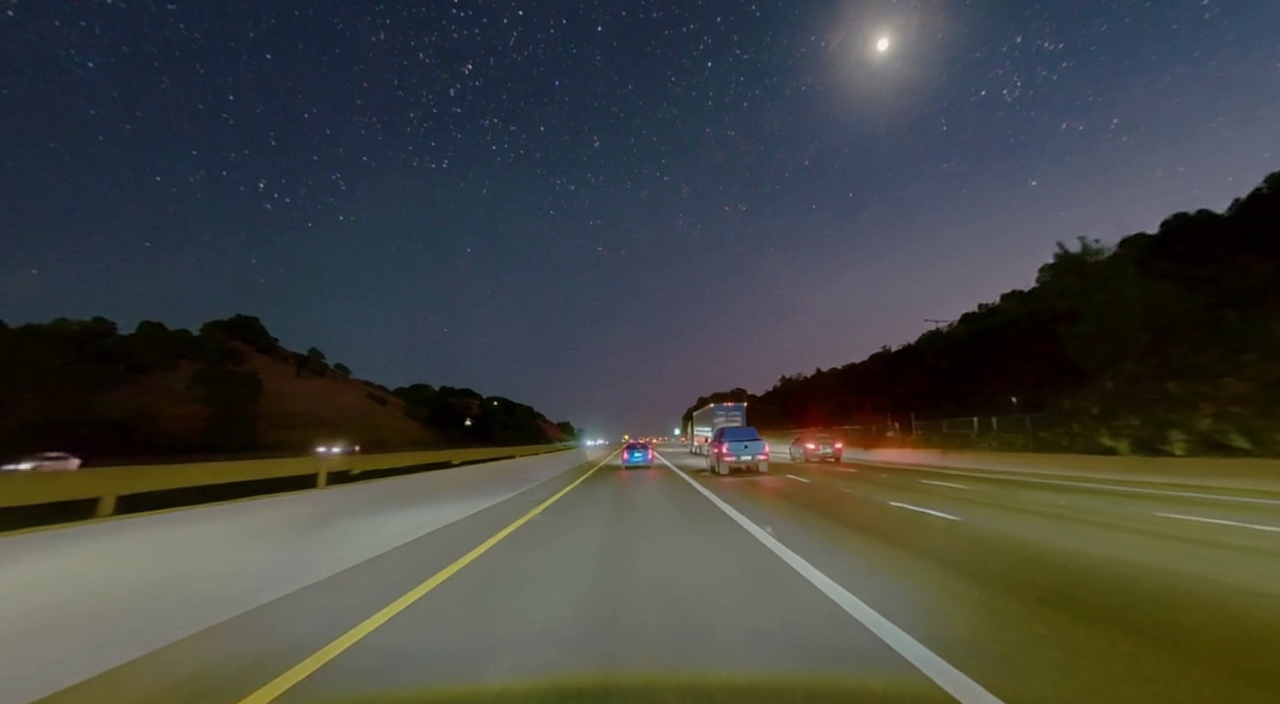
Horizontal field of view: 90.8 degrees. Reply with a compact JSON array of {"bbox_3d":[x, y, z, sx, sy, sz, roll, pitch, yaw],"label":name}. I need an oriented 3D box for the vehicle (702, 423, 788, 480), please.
[{"bbox_3d":[3.553,3.490,22.348,2.098,1.794,4.561,0,-9,-2],"label":"vehicle"}]

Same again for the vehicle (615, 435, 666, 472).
[{"bbox_3d":[-0.008,4.404,27.667,2.083,1.477,3.965,0,-8,-1],"label":"vehicle"}]
